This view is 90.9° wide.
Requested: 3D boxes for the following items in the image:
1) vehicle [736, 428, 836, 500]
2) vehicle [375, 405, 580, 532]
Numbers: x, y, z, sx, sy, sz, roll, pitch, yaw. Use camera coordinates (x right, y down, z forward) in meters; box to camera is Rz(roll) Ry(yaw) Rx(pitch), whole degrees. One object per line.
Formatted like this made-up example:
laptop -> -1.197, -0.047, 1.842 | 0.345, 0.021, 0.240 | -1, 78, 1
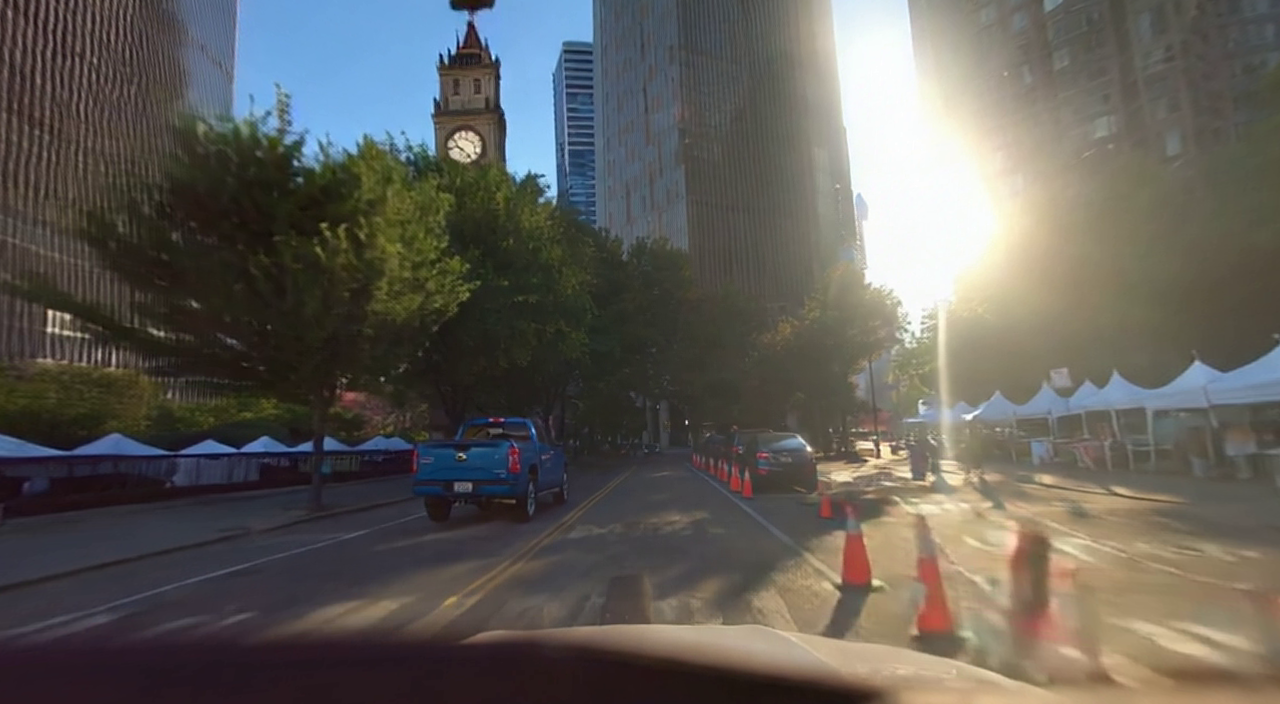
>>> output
vehicle -> 3.643, 2.879, 16.535 | 2.023, 1.607, 4.225 | -1, -8, 6
vehicle -> -2.823, 2.243, 12.750 | 2.452, 1.954, 5.653 | -1, -8, 2
